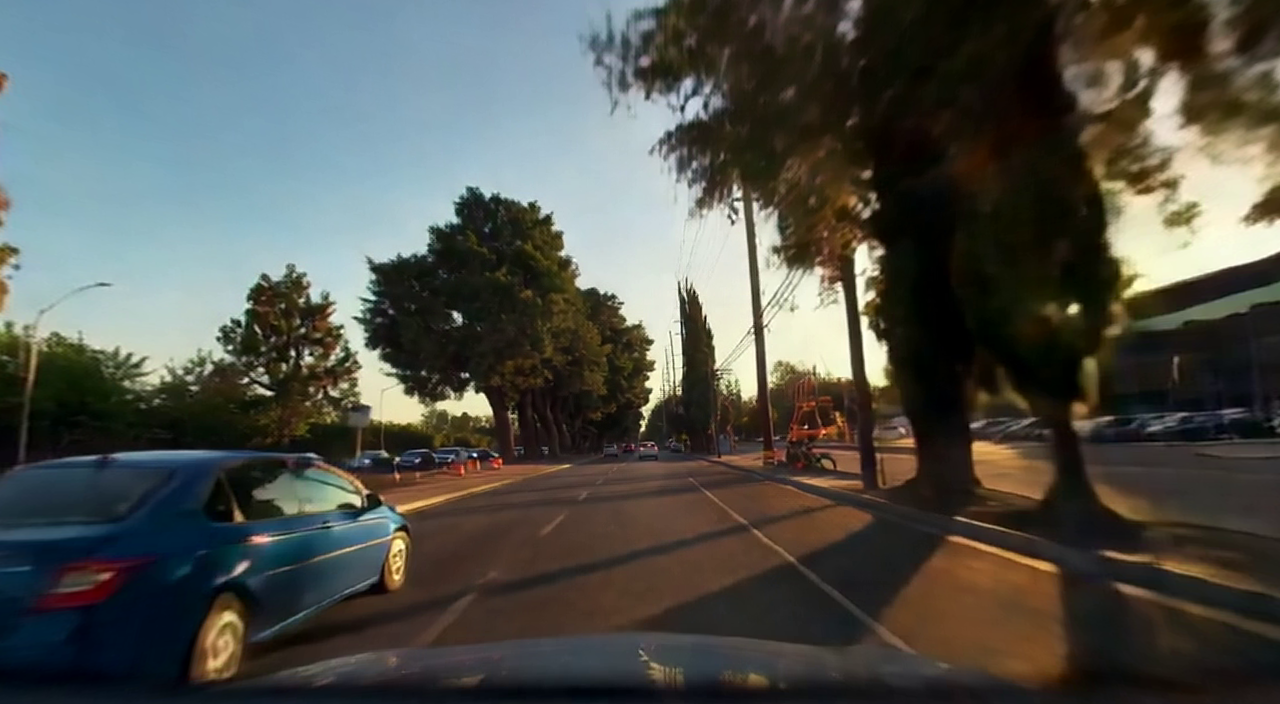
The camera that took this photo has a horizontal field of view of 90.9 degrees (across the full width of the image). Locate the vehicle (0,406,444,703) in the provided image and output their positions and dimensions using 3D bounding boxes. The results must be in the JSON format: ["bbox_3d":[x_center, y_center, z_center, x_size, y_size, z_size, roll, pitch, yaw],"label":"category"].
[{"bbox_3d":[-3.082,1.213,3.964,2.087,1.480,4.825,0,-9,1],"label":"vehicle"}]

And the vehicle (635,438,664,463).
[{"bbox_3d":[0.713,7.535,48.283,2.060,1.845,4.151,0,-9,0],"label":"vehicle"}]
